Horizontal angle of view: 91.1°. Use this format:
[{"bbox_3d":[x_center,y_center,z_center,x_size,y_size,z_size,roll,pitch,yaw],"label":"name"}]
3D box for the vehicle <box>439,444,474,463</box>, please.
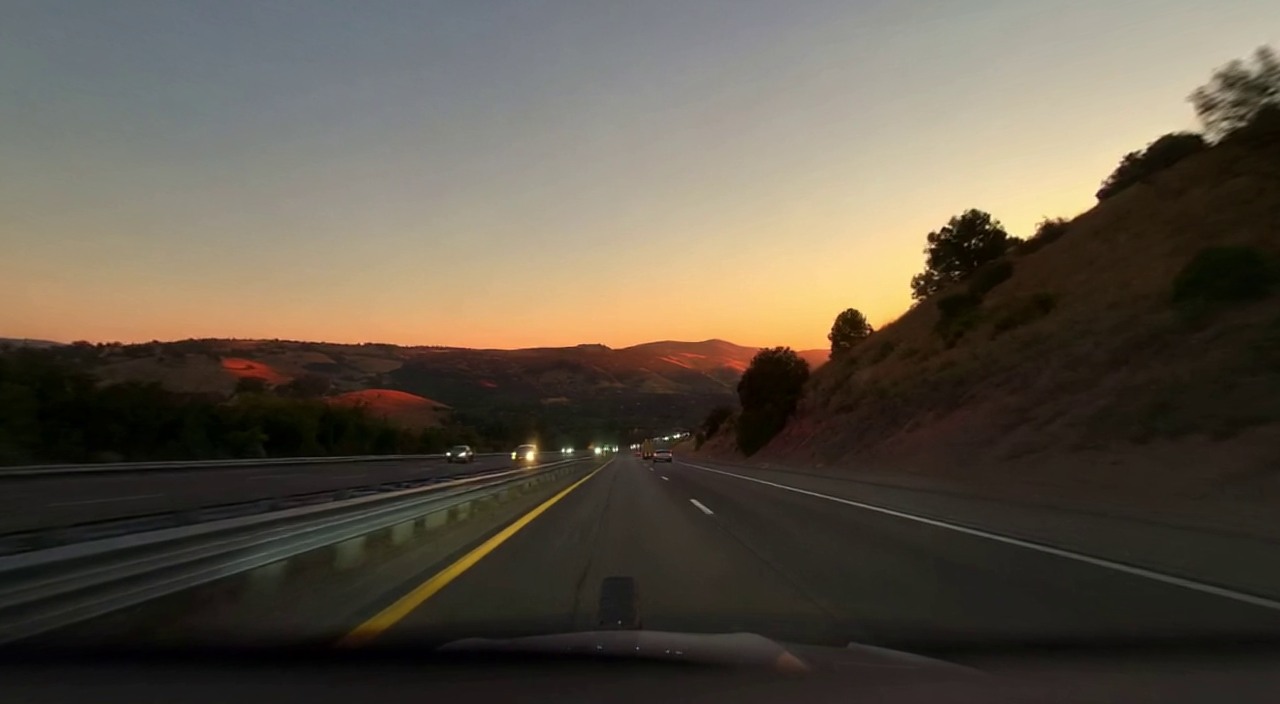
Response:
[{"bbox_3d":[-14.405,8.000,49.578,1.752,1.472,3.546,0,-9,-1],"label":"vehicle"}]
